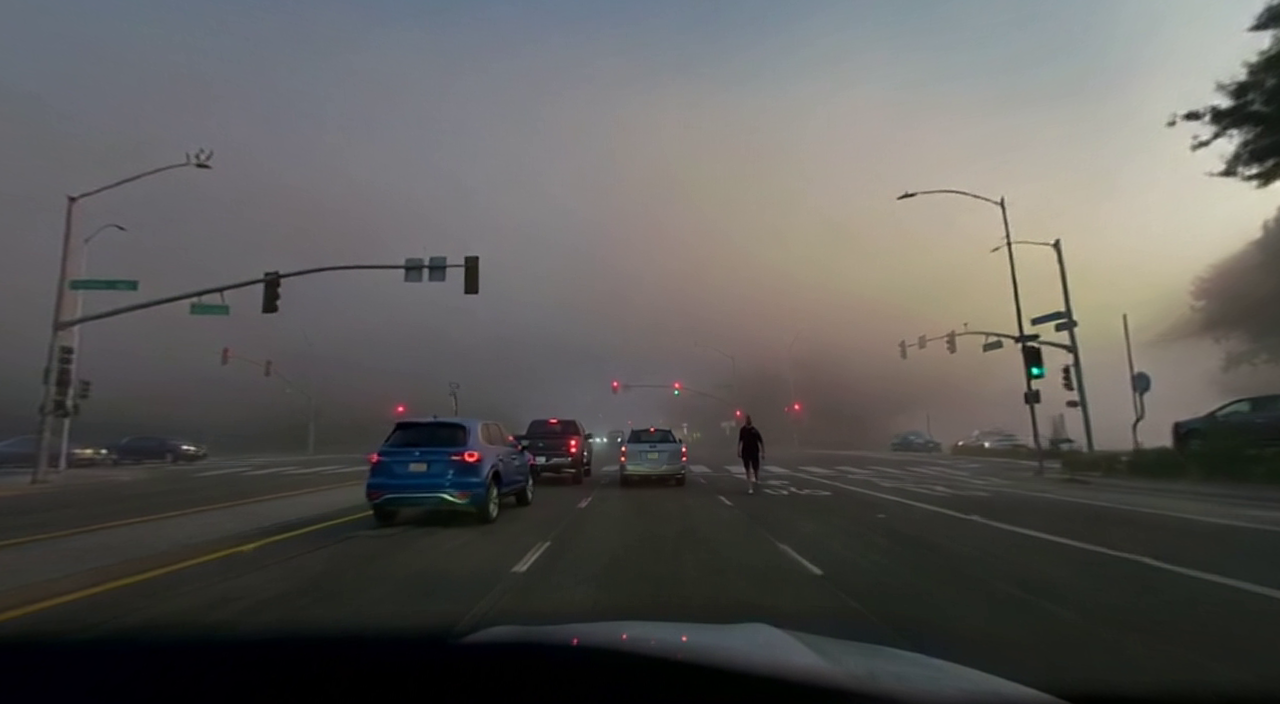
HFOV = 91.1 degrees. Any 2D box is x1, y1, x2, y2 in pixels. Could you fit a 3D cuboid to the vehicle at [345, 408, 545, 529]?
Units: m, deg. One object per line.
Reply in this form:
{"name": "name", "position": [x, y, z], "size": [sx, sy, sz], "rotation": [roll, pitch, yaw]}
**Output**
{"name": "vehicle", "position": [-3.122, 1.987, 11.222], "size": [2.006, 1.707, 4.448], "rotation": [0, -8, 2]}

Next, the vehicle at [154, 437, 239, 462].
{"name": "vehicle", "position": [-31.200, 6.848, 44.280], "size": [4.406, 1.682, 2.040], "rotation": [0, -8, 1]}

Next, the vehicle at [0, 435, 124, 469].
{"name": "vehicle", "position": [-31.181, 5.358, 33.764], "size": [4.956, 1.737, 2.135], "rotation": [0, -8, 2]}

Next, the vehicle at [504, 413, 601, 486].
{"name": "vehicle", "position": [-2.479, 2.946, 19.134], "size": [2.220, 1.926, 4.870], "rotation": [0, -8, 0]}

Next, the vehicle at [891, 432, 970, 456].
{"name": "vehicle", "position": [20.311, 6.444, 44.030], "size": [4.624, 1.601, 1.871], "rotation": [0, -8, -2]}

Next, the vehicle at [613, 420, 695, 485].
{"name": "vehicle", "position": [0.365, 3.073, 19.427], "size": [2.204, 1.738, 4.690], "rotation": [0, -8, 0]}

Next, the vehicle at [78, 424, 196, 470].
{"name": "vehicle", "position": [-32.823, 6.144, 41.066], "size": [5.884, 2.243, 2.287], "rotation": [-6, -5, 0]}

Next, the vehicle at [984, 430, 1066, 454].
{"name": "vehicle", "position": [28.947, 6.790, 47.270], "size": [4.849, 1.759, 2.041], "rotation": [0, -8, -1]}
